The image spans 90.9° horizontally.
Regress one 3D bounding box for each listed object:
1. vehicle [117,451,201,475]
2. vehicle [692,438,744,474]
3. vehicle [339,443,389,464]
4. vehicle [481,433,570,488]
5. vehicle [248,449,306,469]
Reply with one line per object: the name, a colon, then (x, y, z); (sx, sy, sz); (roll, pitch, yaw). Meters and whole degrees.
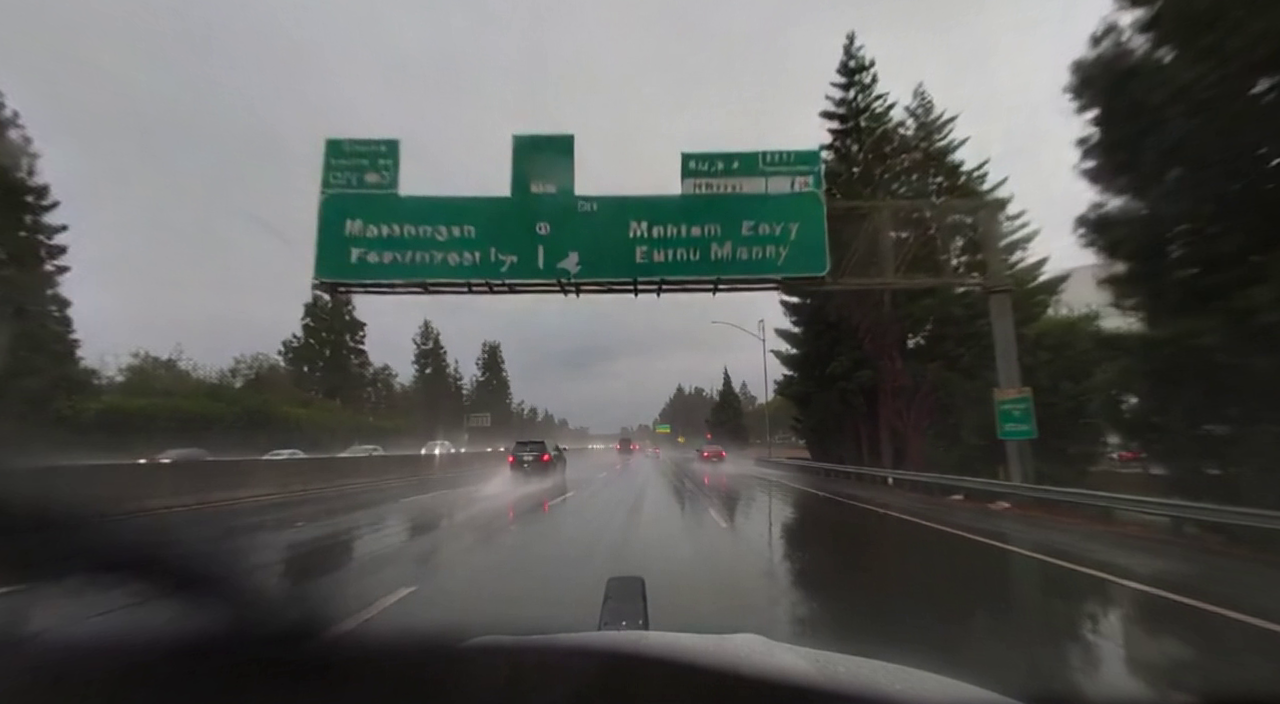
vehicle: (-31.818, 7.320, 41.890); (1.859, 1.434, 4.557); (0, -8, 2)
vehicle: (4.016, 5.440, 33.223); (2.229, 1.704, 4.392); (0, -8, 1)
vehicle: (-20.225, 7.444, 46.394); (1.721, 1.473, 3.980); (0, -8, 2)
vehicle: (-3.891, 3.774, 22.315); (2.196, 1.733, 4.355); (0, -8, 2)
vehicle: (-27.677, 8.155, 48.222); (1.802, 1.423, 4.257); (0, -8, 2)
